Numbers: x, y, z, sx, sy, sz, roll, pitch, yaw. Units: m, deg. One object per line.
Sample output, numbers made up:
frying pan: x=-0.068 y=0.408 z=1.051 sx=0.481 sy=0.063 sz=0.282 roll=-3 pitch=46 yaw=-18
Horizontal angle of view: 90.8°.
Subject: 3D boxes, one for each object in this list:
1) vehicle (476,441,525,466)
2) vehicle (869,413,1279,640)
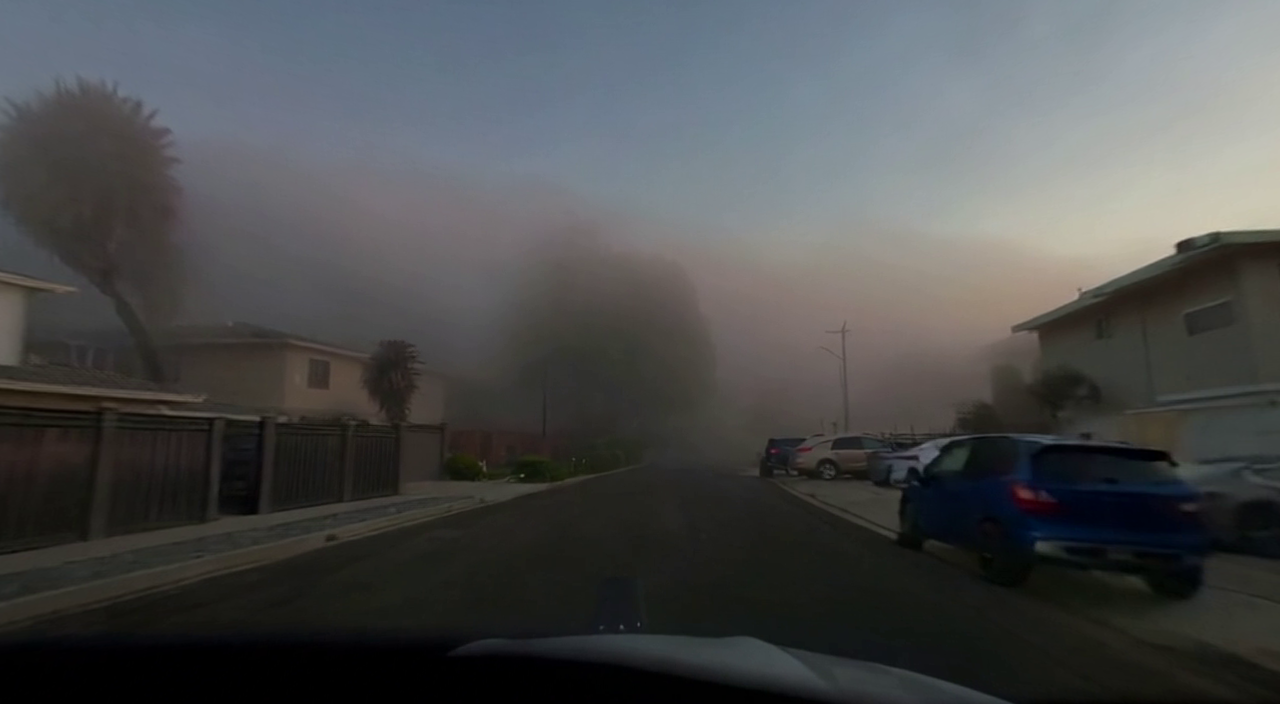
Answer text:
vehicle: x=-10.546 y=7.679 z=48.248 sx=1.869 sy=1.646 sz=4.357 roll=2 pitch=-7 yaw=13
vehicle: x=4.448 y=1.640 z=7.037 sx=2.051 sy=1.676 sz=4.497 roll=0 pitch=-9 yaw=-1
